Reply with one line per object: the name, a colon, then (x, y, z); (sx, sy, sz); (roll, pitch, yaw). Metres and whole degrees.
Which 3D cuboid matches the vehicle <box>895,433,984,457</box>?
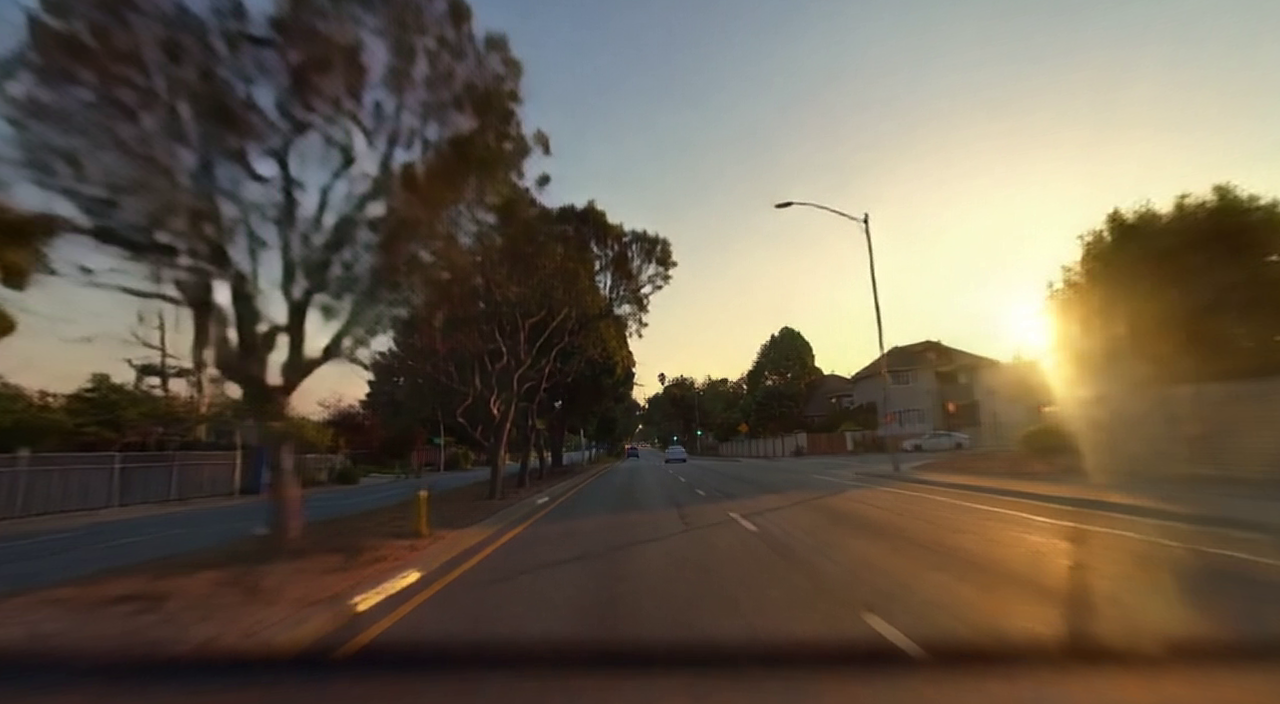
vehicle: (18.782, 5.870, 39.769); (4.536, 1.453, 2.128); (0, -9, -2)
